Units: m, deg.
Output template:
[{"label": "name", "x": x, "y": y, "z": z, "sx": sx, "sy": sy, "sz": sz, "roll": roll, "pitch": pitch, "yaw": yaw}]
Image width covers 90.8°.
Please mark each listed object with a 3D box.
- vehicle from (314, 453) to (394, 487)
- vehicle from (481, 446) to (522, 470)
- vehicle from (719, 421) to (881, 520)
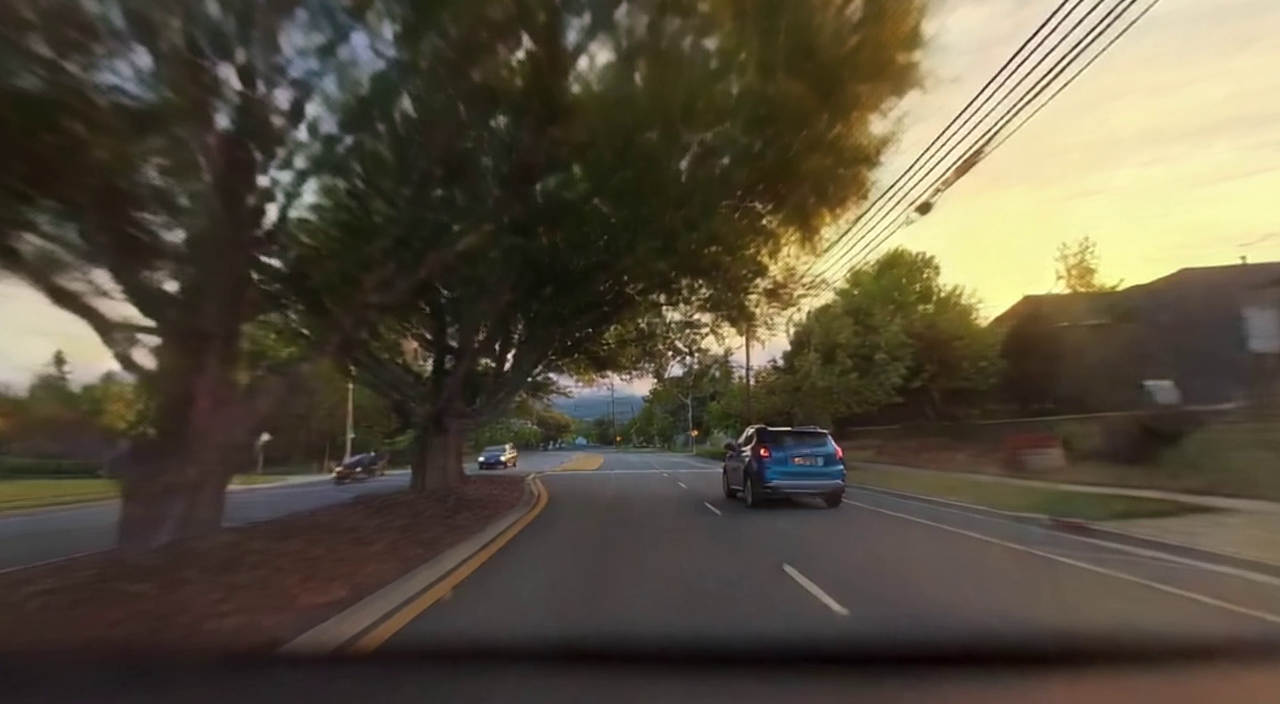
[{"label": "vehicle", "x": -13.947, "y": 5.750, "z": 31.100, "sx": 1.968, "sy": 1.533, "sz": 4.280, "roll": 0, "pitch": -9, "yaw": -1}, {"label": "vehicle", "x": -10.723, "y": 8.246, "z": 49.170, "sx": 2.075, "sy": 1.739, "sz": 4.864, "roll": 0, "pitch": -9, "yaw": 0}, {"label": "vehicle", "x": 3.259, "y": 2.548, "z": 14.076, "sx": 2.193, "sy": 1.777, "sz": 4.772, "roll": 0, "pitch": -9, "yaw": -2}]
